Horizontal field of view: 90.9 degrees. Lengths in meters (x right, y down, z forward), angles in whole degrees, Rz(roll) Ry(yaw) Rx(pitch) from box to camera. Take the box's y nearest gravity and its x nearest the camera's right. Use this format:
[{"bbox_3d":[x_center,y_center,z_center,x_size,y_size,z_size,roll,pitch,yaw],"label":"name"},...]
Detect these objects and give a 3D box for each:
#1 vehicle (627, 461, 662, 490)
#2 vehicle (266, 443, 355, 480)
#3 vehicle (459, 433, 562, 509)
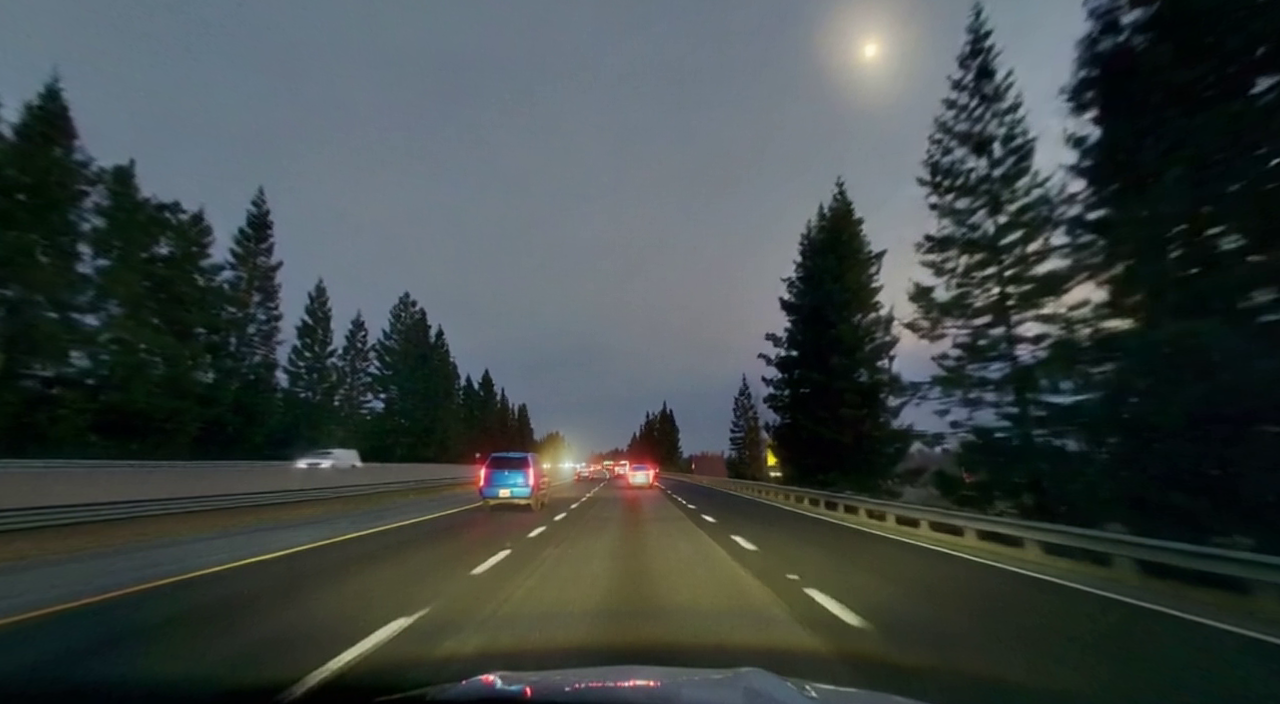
[{"bbox_3d":[0.216,7.189,36.707,1.905,1.559,3.491,1,-10,-2],"label":"vehicle"},{"bbox_3d":[-16.916,5.712,32.669,1.994,1.716,4.821,1,-10,0],"label":"vehicle"},{"bbox_3d":[-4.000,3.835,20.394,2.237,2.113,4.815,1,-10,0],"label":"vehicle"}]
